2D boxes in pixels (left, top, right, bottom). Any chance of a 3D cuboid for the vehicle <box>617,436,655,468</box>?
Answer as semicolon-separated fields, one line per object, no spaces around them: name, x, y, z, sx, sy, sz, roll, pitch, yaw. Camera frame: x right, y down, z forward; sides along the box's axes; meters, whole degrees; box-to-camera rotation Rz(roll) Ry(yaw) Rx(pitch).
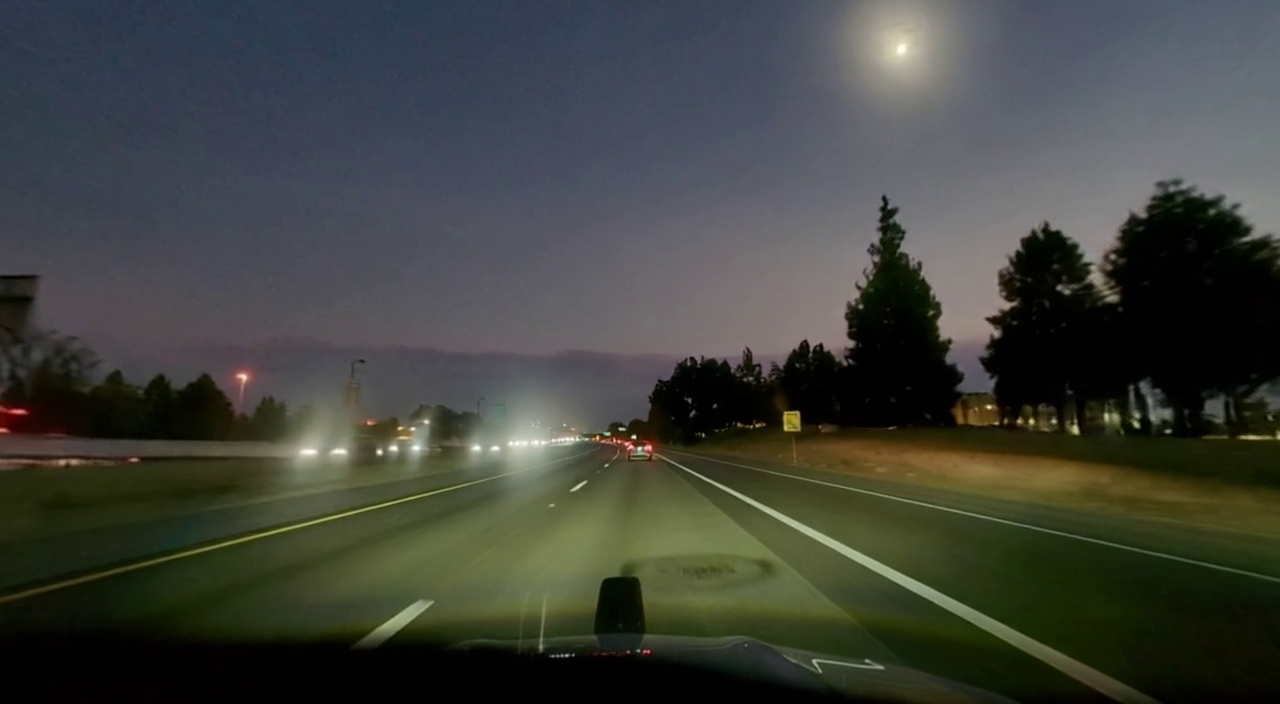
vehicle;-0.278;5.714;36.038;2.029;1.666;4.064;0;-8;-2

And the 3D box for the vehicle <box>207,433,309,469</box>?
vehicle;-22.302;5.828;37.034;2.308;1.924;5.804;0;-8;0

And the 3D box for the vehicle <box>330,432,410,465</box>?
vehicle;-17.725;6.375;41.671;2.609;2.002;6.224;0;-8;-1

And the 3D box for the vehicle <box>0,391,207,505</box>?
vehicle;-17.352;2.174;14.093;2.980;2.800;17.319;0;-8;1
